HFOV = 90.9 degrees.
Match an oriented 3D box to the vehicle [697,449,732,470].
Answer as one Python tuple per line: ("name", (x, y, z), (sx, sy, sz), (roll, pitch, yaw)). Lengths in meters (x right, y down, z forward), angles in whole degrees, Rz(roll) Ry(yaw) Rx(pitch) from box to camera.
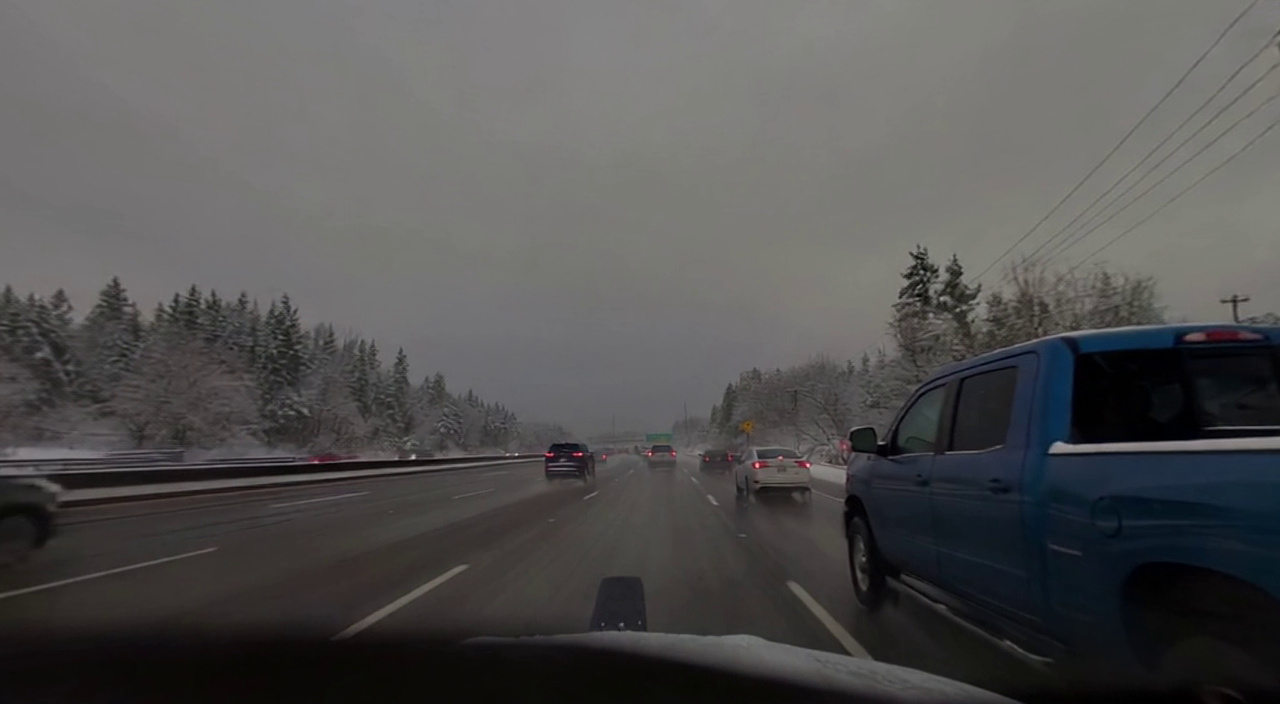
("vehicle", (5.454, 7.909, 46.657), (2.072, 1.456, 4.537), (0, -8, 1))

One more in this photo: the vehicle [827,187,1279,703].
("vehicle", (3.459, 0.856, 3.646), (3.024, 2.092, 6.797), (-1, -8, 3))

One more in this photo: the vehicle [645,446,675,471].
("vehicle", (1.413, 7.527, 44.838), (2.080, 1.682, 4.150), (0, -8, 2))

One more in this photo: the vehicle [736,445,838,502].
("vehicle", (4.325, 3.623, 19.342), (2.111, 1.498, 4.466), (0, -8, 1))

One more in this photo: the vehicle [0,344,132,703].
("vehicle", (-3.974, 0.622, 1.137), (2.146, 1.775, 4.553), (-1, -8, 3))

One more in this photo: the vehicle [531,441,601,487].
("vehicle", (-3.005, 4.664, 26.660), (2.209, 1.714, 4.576), (-1, -8, 3))
